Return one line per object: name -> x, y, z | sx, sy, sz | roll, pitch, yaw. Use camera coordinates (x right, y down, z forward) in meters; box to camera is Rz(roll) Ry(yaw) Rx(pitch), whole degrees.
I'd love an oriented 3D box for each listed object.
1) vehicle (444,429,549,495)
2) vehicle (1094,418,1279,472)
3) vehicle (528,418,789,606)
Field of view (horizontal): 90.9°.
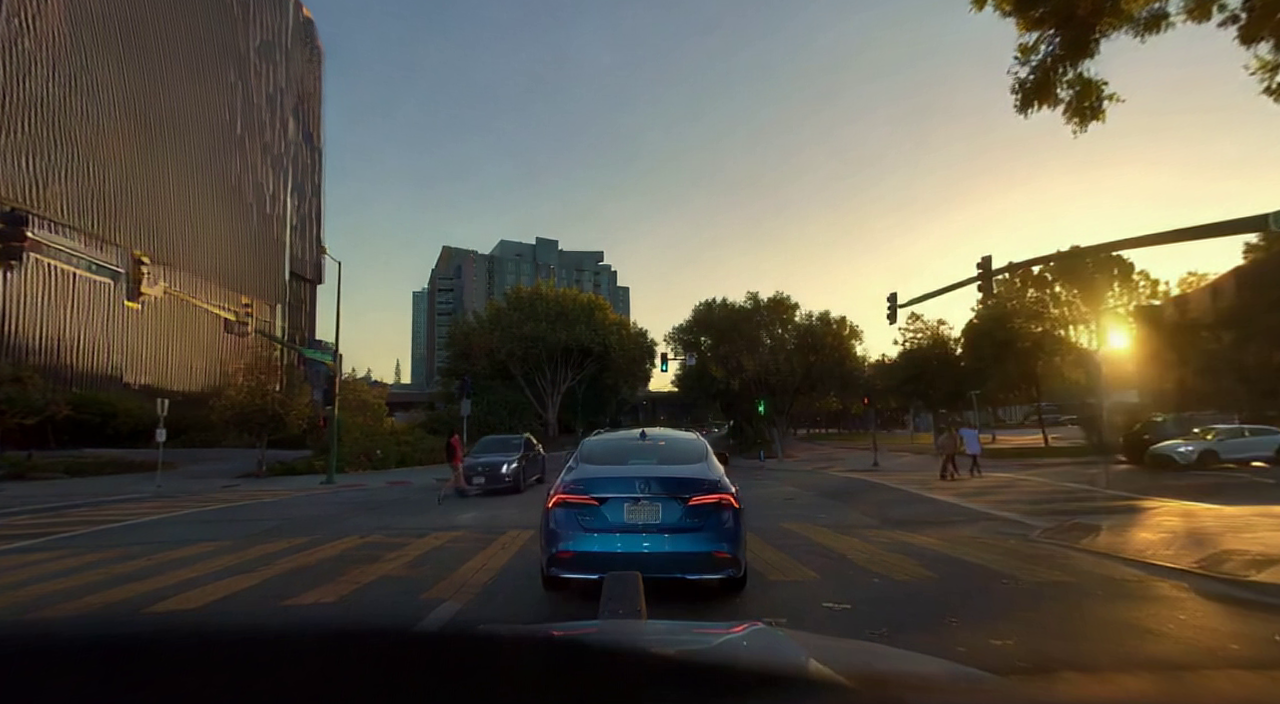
vehicle -> -4.202, 3.307, 19.351 | 2.006, 1.756, 4.599 | 0, -8, 2
vehicle -> 19.128, 3.265, 22.221 | 4.675, 1.772, 1.945 | 0, -8, -1
vehicle -> -0.144, 1.646, 7.486 | 1.893, 1.532, 4.145 | 2, -9, -16
